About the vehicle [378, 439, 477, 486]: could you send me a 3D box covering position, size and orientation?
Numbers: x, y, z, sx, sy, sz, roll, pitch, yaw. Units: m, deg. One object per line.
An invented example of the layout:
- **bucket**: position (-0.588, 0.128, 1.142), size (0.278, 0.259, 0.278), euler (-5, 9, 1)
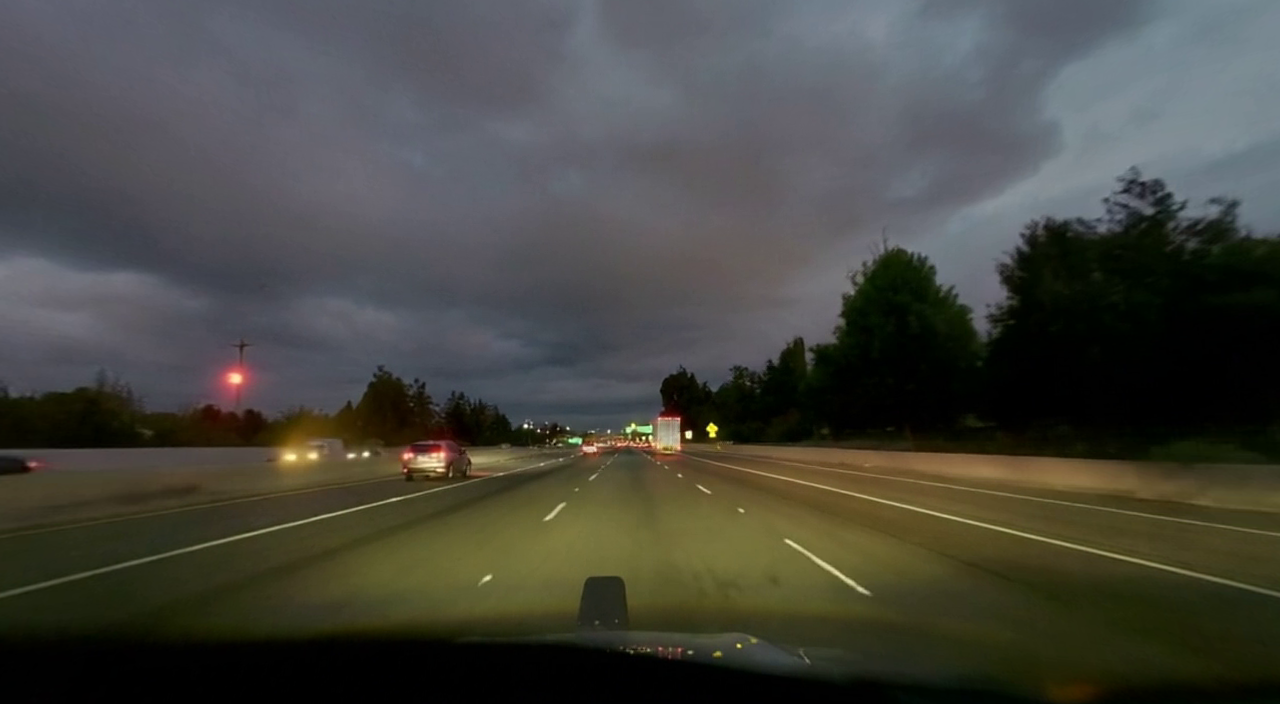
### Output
- **vehicle**: position (-7.483, 3.937, 22.816), size (2.033, 1.494, 4.508), euler (0, -9, 0)
